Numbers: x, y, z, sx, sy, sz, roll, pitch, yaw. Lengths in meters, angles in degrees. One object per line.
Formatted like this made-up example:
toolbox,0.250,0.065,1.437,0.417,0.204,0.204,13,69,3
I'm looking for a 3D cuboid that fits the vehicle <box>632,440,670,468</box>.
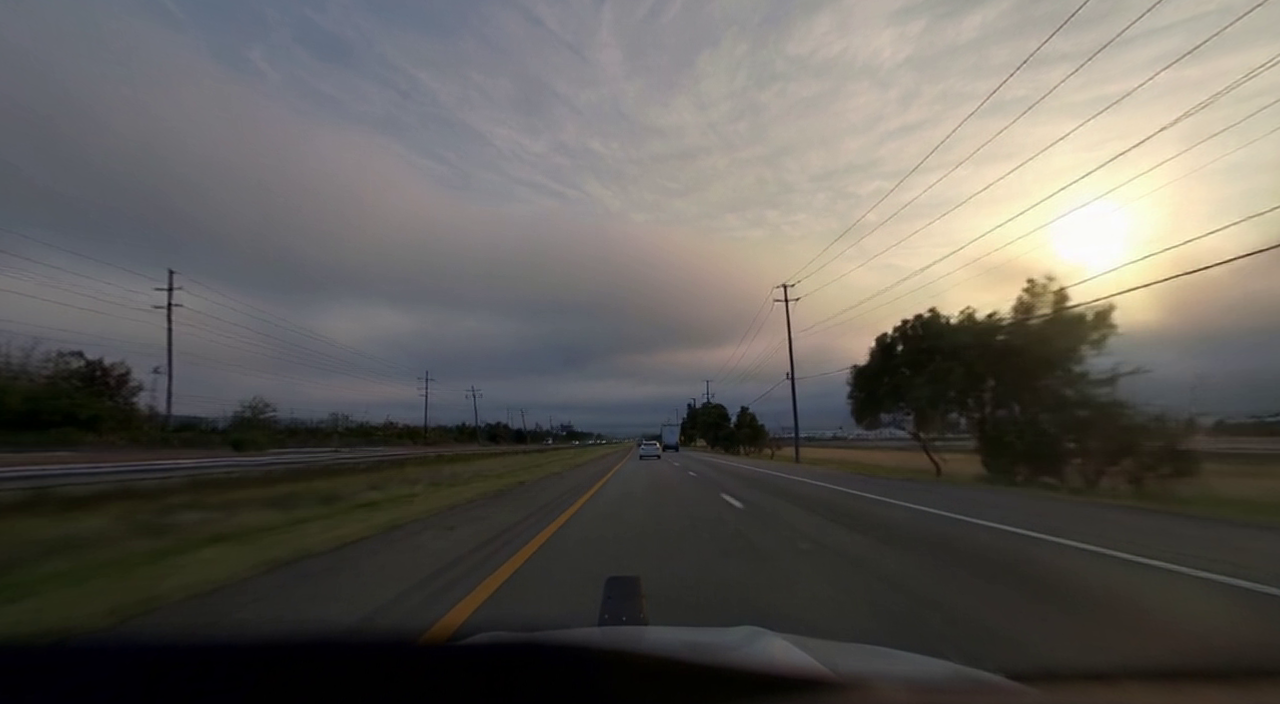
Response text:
vehicle,0.670,6.224,38.721,2.192,1.556,4.132,-1,-8,1
